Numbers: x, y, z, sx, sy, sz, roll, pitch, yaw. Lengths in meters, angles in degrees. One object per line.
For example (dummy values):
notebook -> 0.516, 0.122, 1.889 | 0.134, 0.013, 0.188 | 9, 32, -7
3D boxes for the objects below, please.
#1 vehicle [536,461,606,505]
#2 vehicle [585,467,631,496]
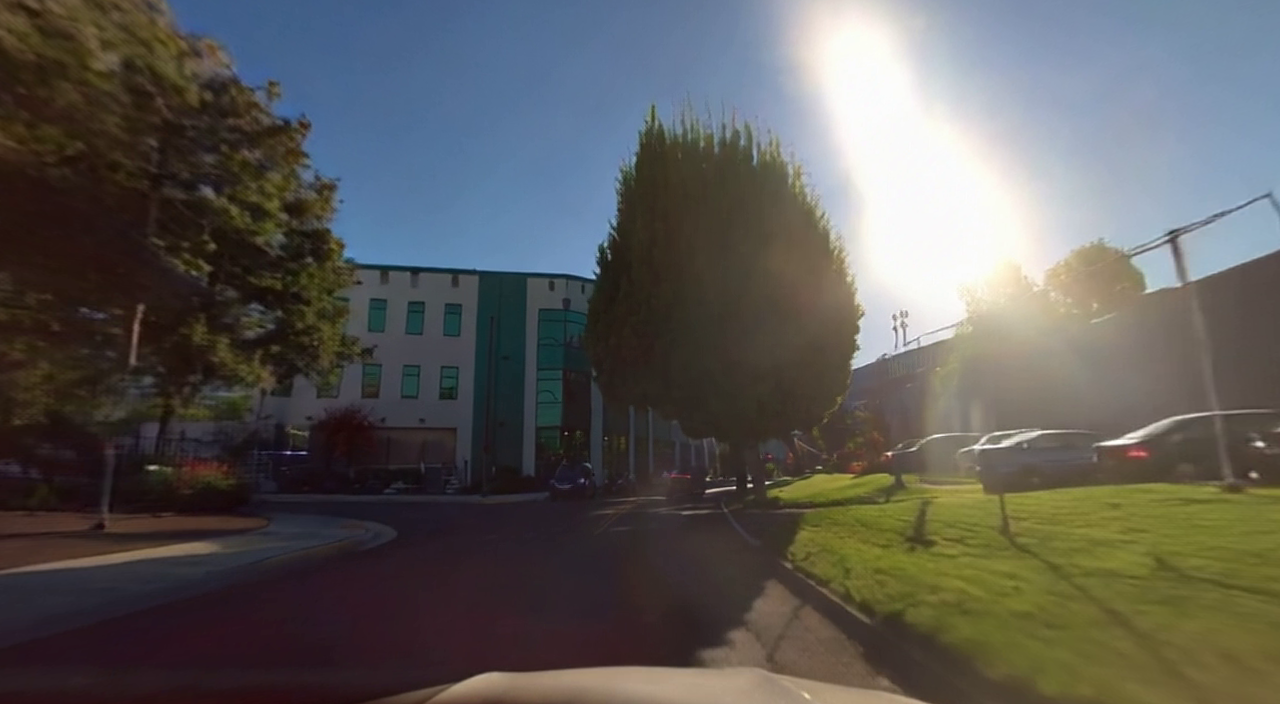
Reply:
vehicle -> -3.002, 5.852, 28.459 | 2.022, 1.776, 4.625 | -2, -10, 8
vehicle -> -1.853, 7.682, 37.583 | 1.903, 1.542, 4.115 | -2, -10, 9
